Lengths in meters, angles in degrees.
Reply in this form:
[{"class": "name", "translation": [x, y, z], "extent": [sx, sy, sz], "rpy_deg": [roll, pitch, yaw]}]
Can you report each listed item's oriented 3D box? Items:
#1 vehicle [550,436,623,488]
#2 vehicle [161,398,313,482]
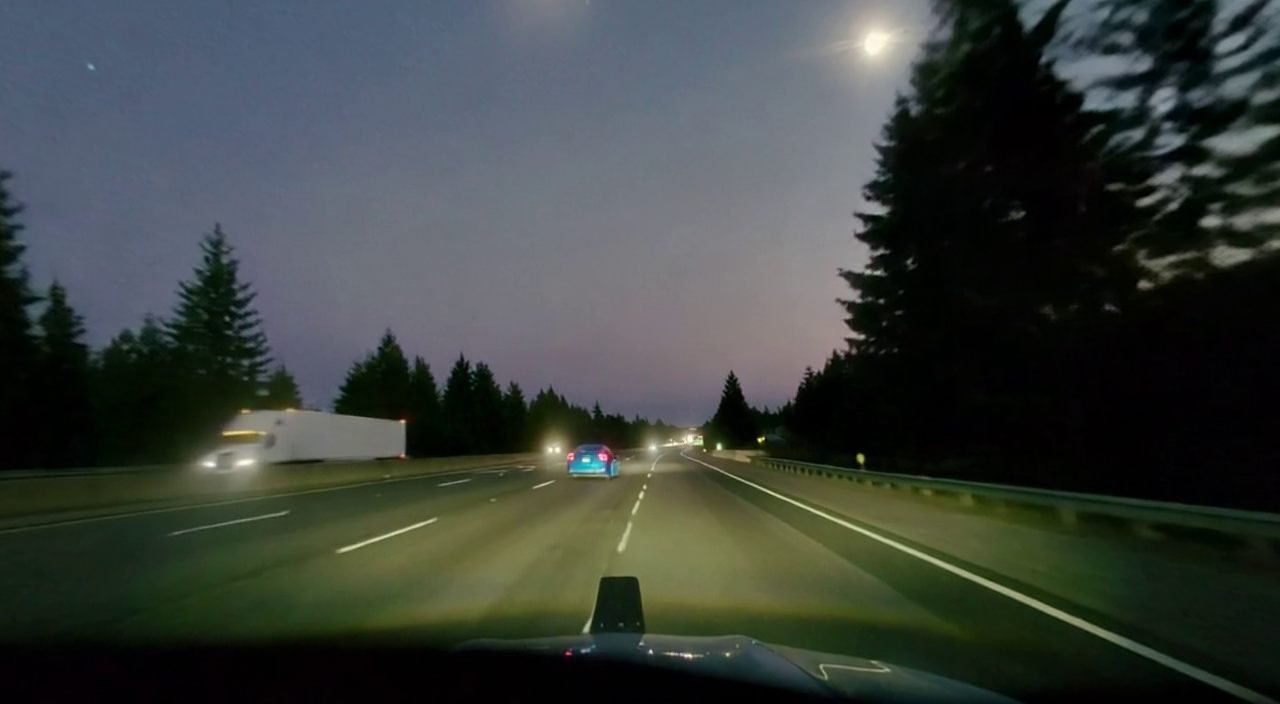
[{"class": "vehicle", "translation": [-1.813, 3.941, 22.900], "extent": [2.133, 1.686, 4.203], "rpy_deg": [-1, -8, 2]}, {"class": "vehicle", "translation": [-22.522, 5.028, 35.845], "extent": [3.005, 4.234, 8.022], "rpy_deg": [-1, -8, 2]}]
